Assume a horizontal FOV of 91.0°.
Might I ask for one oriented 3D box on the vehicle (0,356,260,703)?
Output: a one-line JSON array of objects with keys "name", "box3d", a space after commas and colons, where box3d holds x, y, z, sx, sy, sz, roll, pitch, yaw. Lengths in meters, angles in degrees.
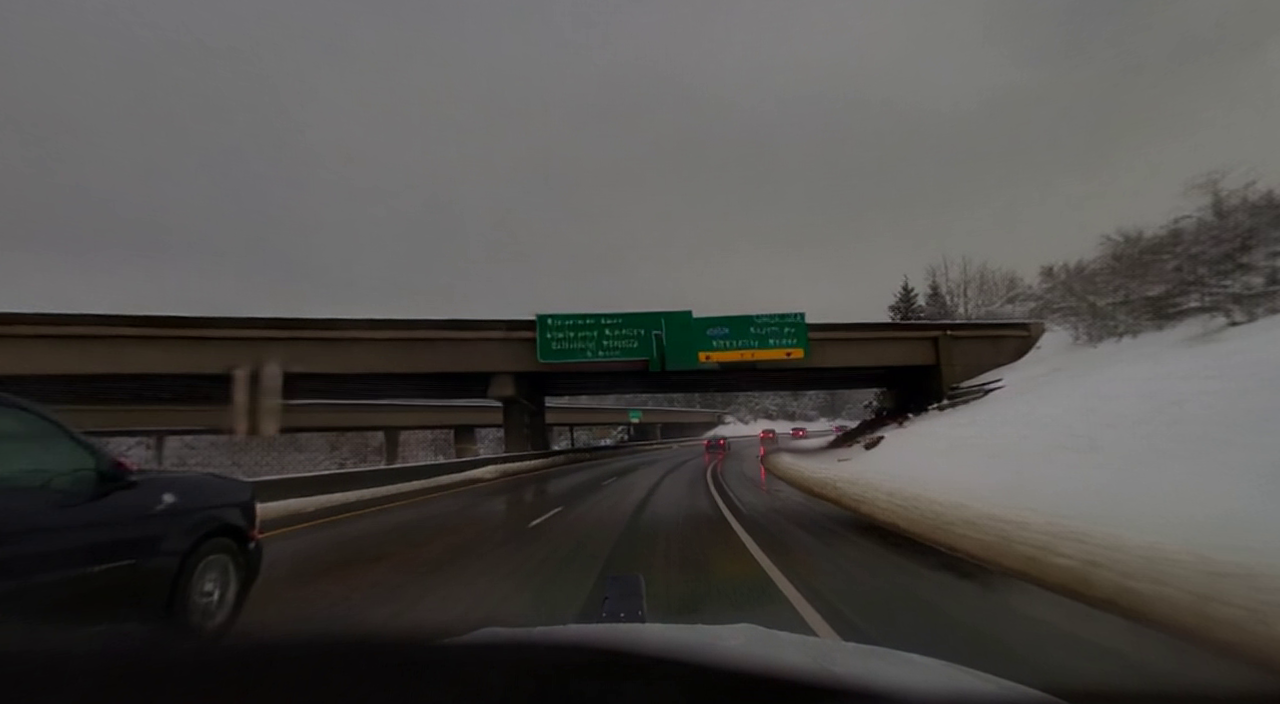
[{"name": "vehicle", "box3d": [-3.671, 0.723, 1.757, 2.106, 1.640, 4.853, 0, -9, 1]}]
